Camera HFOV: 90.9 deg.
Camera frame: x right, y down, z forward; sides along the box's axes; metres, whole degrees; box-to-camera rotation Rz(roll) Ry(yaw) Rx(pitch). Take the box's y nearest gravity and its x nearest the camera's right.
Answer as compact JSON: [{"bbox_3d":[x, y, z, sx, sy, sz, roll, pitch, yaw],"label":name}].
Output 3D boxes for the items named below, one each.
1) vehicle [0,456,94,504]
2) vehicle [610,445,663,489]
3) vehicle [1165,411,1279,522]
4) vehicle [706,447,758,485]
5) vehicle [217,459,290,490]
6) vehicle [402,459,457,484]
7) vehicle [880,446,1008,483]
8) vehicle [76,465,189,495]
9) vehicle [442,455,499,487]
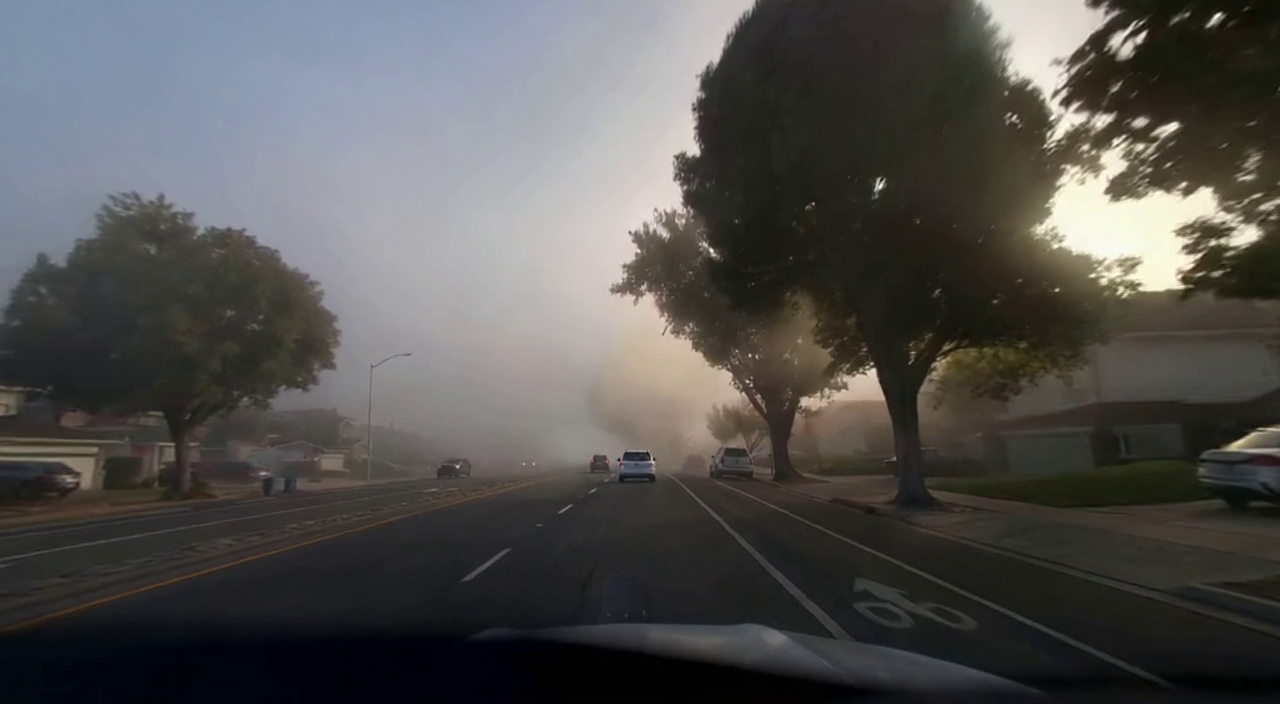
[{"bbox_3d":[-25.812,5.299,26.355,4.032,1.790,1.925,1,-8,0],"label":"vehicle"},{"bbox_3d":[-0.132,4.752,26.408,2.024,1.655,4.301,0,-8,0],"label":"vehicle"},{"bbox_3d":[12.806,2.002,11.229,4.888,1.773,2.245,0,-8,-2],"label":"vehicle"},{"bbox_3d":[4.485,5.587,31.284,1.992,1.695,4.101,0,-8,1],"label":"vehicle"},{"bbox_3d":[-25.159,7.933,41.204,1.786,1.444,4.545,-4,-6,2],"label":"vehicle"},{"bbox_3d":[-14.222,8.115,42.958,2.138,1.484,4.604,0,-8,0],"label":"vehicle"},{"bbox_3d":[12.546,4.647,26.215,4.297,1.478,1.866,0,-8,0],"label":"vehicle"},{"bbox_3d":[-26.807,6.747,33.389,4.416,1.449,1.833,0,-8,1],"label":"vehicle"},{"bbox_3d":[-9.040,6.342,33.977,2.063,1.493,4.447,0,-8,-3],"label":"vehicle"}]
